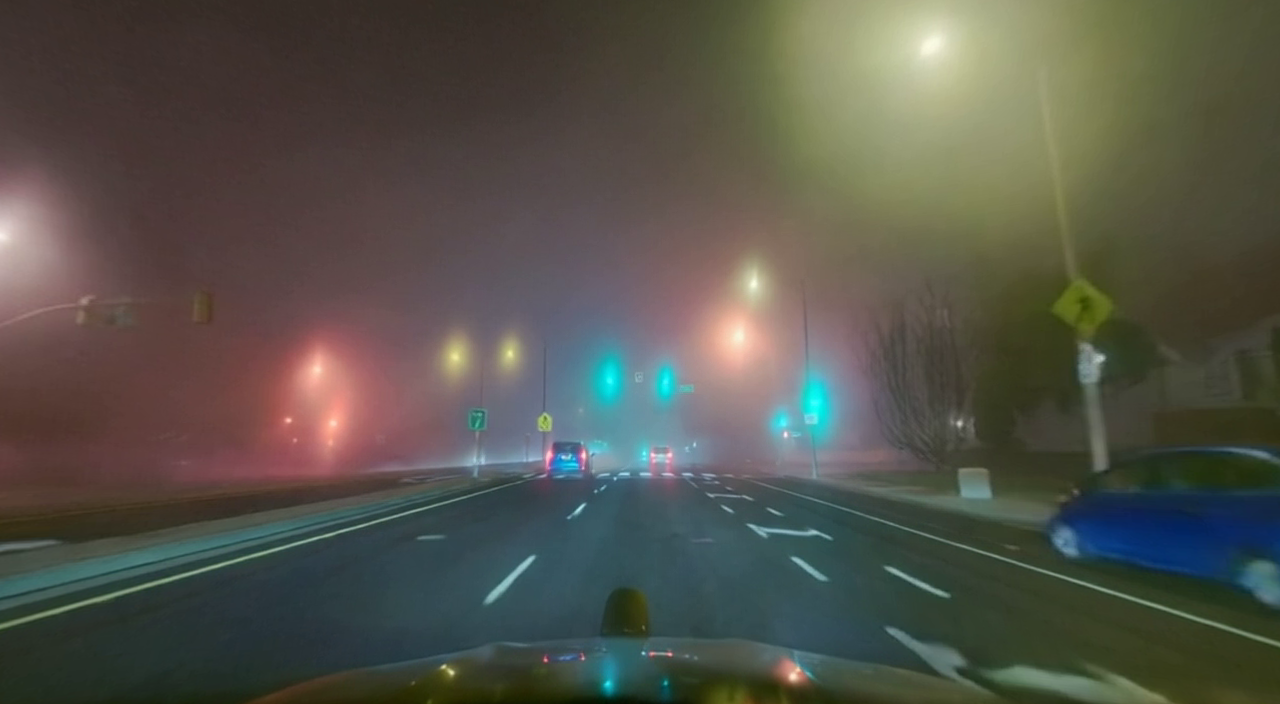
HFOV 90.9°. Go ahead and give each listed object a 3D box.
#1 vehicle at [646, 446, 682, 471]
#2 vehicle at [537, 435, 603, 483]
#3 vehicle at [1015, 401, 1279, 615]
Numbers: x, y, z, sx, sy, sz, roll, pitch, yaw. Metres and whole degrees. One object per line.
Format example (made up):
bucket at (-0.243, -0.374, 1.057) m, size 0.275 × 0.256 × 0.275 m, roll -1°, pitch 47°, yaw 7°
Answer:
vehicle at (1.505, 6.889, 40.997) m, size 2.075 × 1.480 × 3.920 m, roll 0°, pitch -9°, yaw -1°
vehicle at (-2.830, 4.427, 26.375) m, size 2.150 × 1.812 × 4.423 m, roll 0°, pitch -8°, yaw 1°
vehicle at (6.102, 1.373, 5.902) m, size 2.038 × 1.687 × 4.985 m, roll 0°, pitch -9°, yaw -1°
